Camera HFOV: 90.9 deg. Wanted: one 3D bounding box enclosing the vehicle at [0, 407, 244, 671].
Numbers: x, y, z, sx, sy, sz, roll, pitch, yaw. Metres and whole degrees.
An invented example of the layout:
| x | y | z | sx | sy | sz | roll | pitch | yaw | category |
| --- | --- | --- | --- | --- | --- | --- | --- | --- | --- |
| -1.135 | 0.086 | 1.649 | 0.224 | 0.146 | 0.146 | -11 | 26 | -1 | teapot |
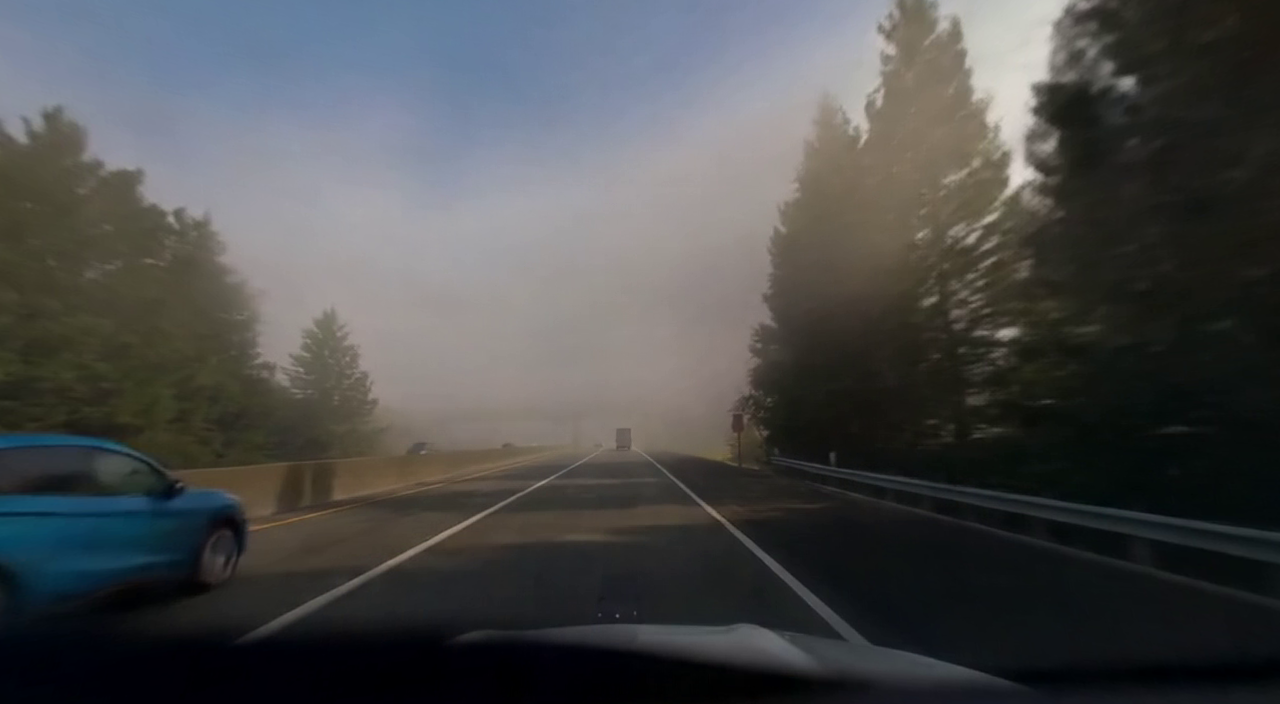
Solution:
| x | y | z | sx | sy | sz | roll | pitch | yaw | category |
| --- | --- | --- | --- | --- | --- | --- | --- | --- | --- |
| -4.691 | 1.124 | 3.955 | 1.965 | 1.513 | 3.774 | 0 | -8 | -1 | vehicle |
